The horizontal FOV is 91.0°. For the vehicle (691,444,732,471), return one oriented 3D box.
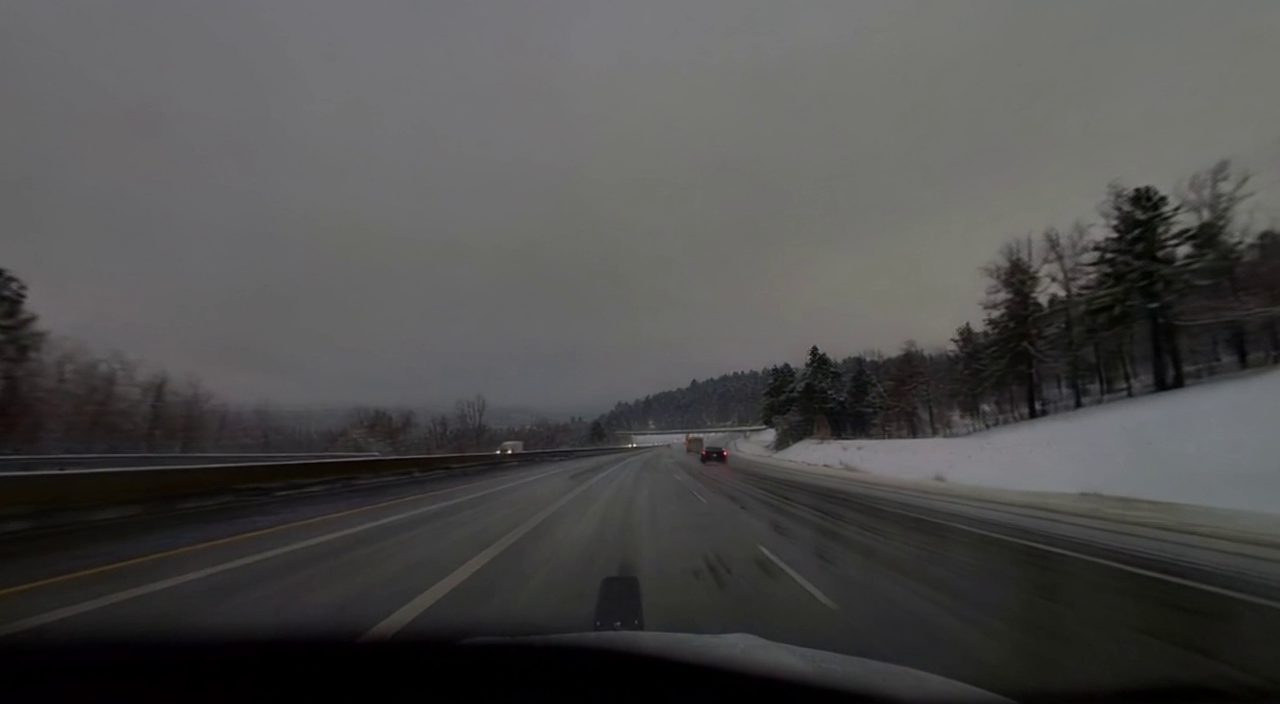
[{"bbox_3d":[4.159,6.185,37.038,1.943,1.490,4.246,0,-8,1],"label":"vehicle"}]
